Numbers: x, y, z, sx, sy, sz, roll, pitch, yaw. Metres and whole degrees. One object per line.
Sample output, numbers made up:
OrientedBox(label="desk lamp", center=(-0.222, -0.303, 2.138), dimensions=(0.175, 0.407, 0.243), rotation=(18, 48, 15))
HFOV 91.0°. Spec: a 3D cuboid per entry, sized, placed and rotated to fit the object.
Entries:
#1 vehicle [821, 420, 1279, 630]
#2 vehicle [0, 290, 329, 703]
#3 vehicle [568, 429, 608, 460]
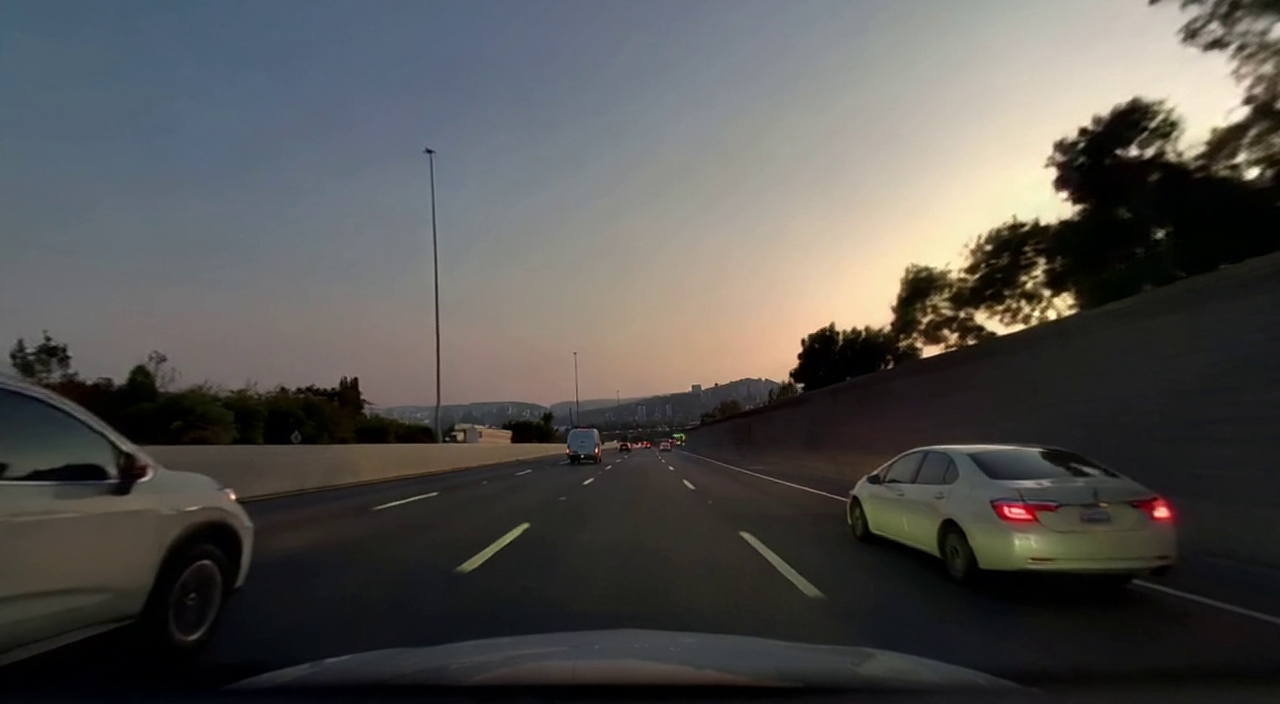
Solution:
OrientedBox(label="vehicle", center=(3.822, 1.658, 7.175), dimensions=(2.047, 1.532, 4.884), rotation=(0, -9, 0))
OrientedBox(label="vehicle", center=(-3.641, 0.633, 2.082), dimensions=(2.285, 1.853, 5.564), rotation=(0, -9, 1))
OrientedBox(label="vehicle", center=(-3.920, 7.168, 48.643), dimensions=(2.496, 2.203, 6.317), rotation=(0, -9, 1))
